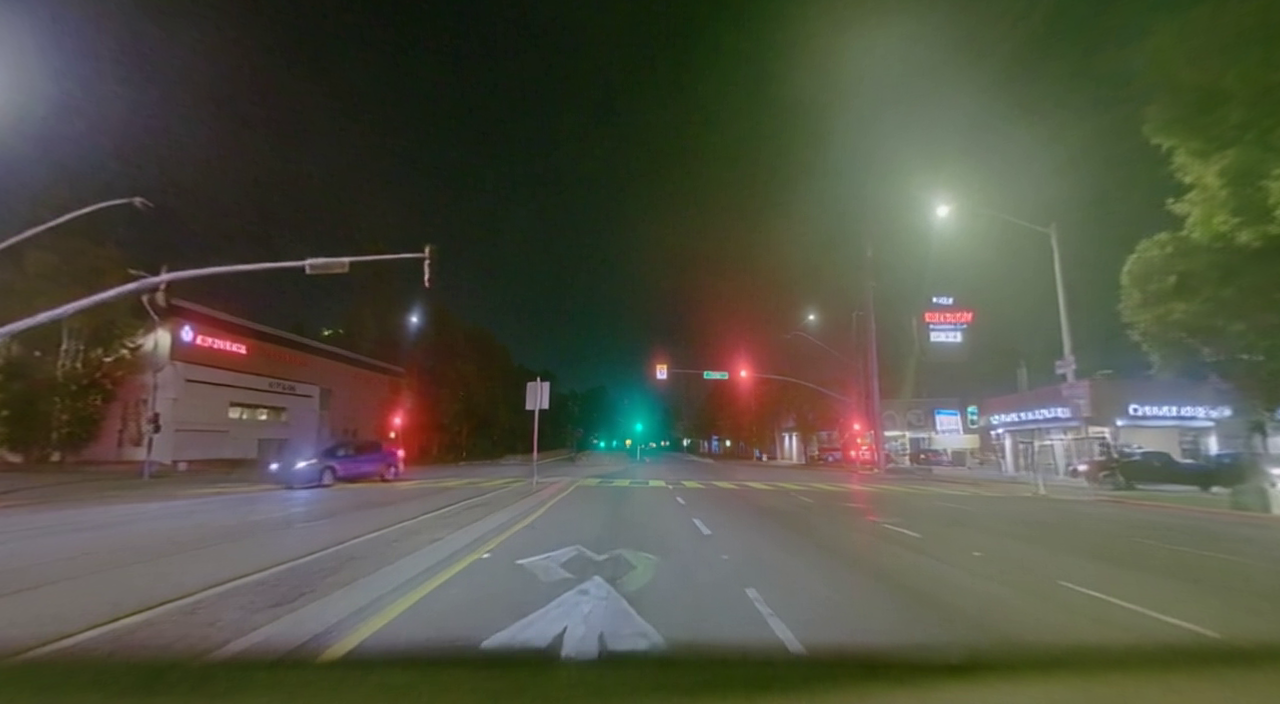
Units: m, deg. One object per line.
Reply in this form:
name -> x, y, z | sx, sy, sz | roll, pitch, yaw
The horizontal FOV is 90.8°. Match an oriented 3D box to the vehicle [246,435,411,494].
vehicle -> -10.287, 3.684, 21.150 | 2.010, 1.728, 4.408 | -7, -11, 41

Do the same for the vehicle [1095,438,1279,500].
vehicle -> 22.233, 4.644, 25.591 | 2.195, 2.201, 5.616 | 5, -10, -29
